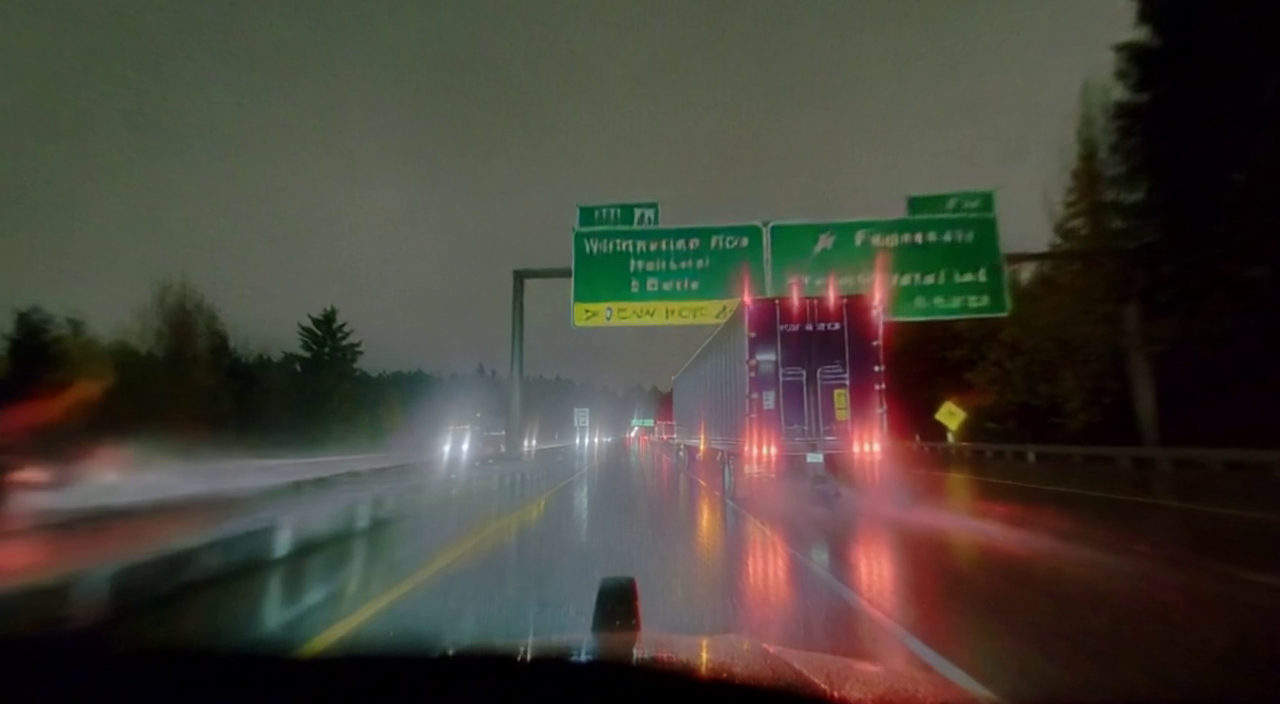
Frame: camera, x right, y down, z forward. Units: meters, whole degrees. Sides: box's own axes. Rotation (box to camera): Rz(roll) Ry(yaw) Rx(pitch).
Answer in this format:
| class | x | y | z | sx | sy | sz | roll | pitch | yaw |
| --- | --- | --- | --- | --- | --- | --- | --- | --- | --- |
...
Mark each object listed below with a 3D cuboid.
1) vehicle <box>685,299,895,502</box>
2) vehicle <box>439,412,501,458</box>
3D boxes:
| class | x | y | z | sx | sy | sz | roll | pitch | yaw |
| --- | --- | --- | --- | --- | --- | --- | --- | --- | --- |
| vehicle | 3.399 | 1.781 | 19.087 | 2.954 | 3.995 | 13.335 | 0 | -7 | -1 |
| vehicle | -13.116 | 6.502 | 49.366 | 2.697 | 3.310 | 7.825 | 0 | -7 | -1 |
